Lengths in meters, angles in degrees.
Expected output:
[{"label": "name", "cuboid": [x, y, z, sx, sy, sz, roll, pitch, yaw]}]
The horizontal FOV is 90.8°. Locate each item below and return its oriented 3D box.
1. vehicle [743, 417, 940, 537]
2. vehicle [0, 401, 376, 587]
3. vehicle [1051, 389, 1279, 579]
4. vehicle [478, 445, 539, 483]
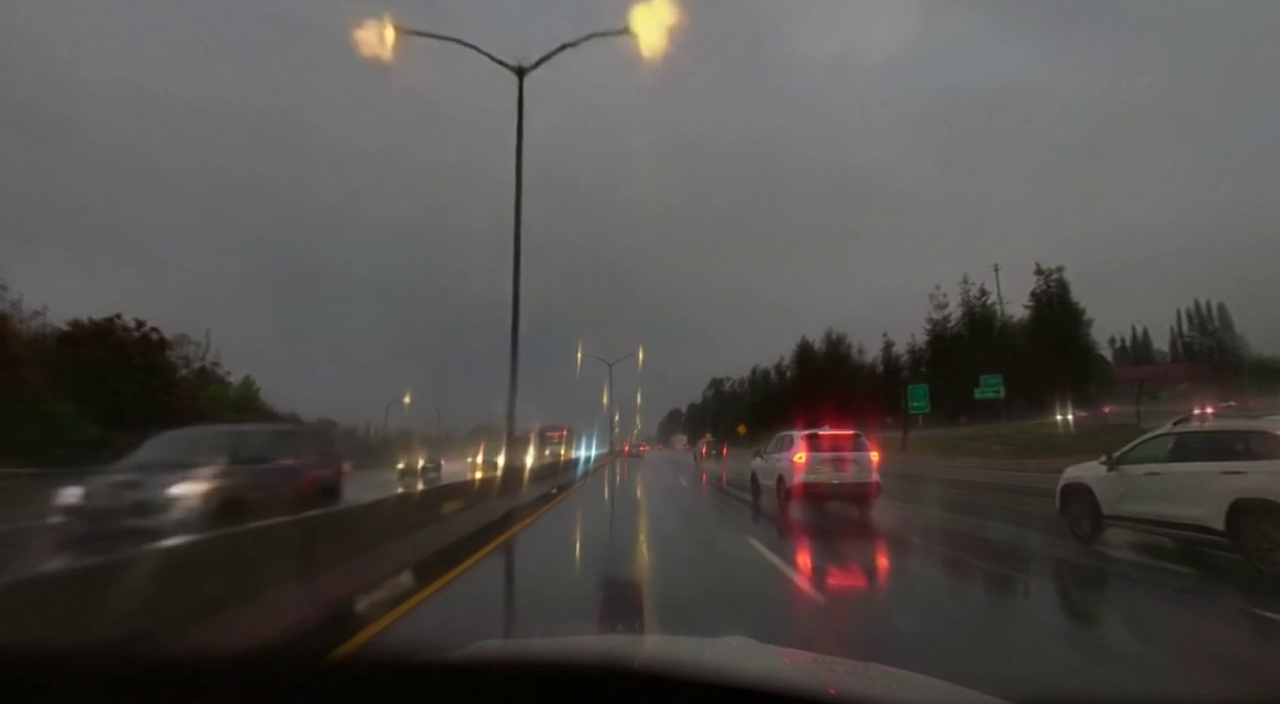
[{"label": "vehicle", "cuboid": [3.254, 2.120, 11.307, 2.059, 1.711, 4.302, 0, -9, 0]}, {"label": "vehicle", "cuboid": [-5.632, 1.762, 8.667, 2.048, 1.838, 4.587, 0, -9, -1]}, {"label": "vehicle", "cuboid": [7.146, 1.375, 6.784, 2.040, 1.801, 4.959, 0, -9, -1]}, {"label": "vehicle", "cuboid": [-5.725, 4.919, 27.943, 1.888, 1.532, 3.906, 0, -9, 0]}]
